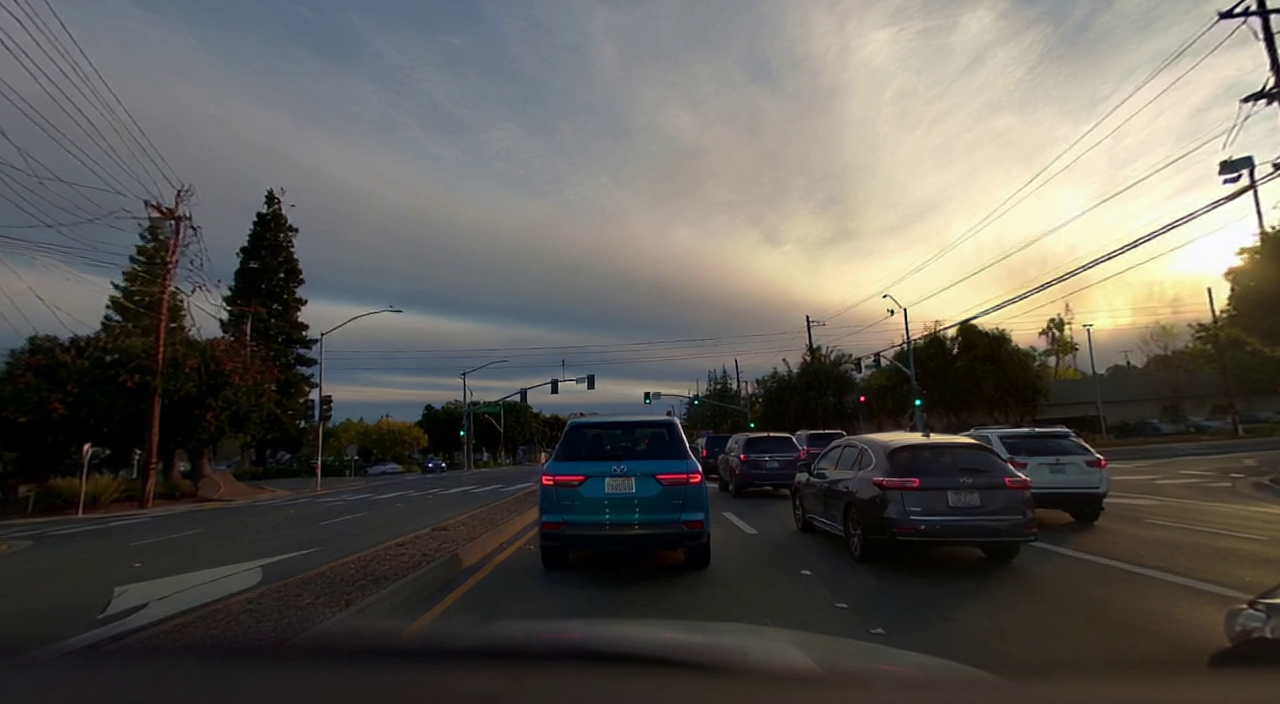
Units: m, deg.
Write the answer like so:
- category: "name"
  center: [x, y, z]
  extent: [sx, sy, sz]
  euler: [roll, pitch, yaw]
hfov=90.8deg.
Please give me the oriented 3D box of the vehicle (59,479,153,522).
- category: "vehicle"
  center: [-26.361, 7.334, 31.190]
  extent: [4.526, 1.715, 1.989]
  euler: [-11, -13, 29]

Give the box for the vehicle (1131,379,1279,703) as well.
- category: "vehicle"
  center: [3.274, 0.628, 0.747]
  extent: [1.889, 1.517, 4.308]
  euler: [0, -9, 0]

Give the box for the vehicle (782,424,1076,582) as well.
- category: "vehicle"
  center: [3.436, 1.865, 8.670]
  extent: [1.880, 1.579, 4.401]
  euler: [0, -9, -1]

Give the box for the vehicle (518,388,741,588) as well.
- category: "vehicle"
  center: [-0.135, 1.689, 8.582]
  extent: [2.231, 1.998, 4.254]
  euler: [0, -9, -1]
